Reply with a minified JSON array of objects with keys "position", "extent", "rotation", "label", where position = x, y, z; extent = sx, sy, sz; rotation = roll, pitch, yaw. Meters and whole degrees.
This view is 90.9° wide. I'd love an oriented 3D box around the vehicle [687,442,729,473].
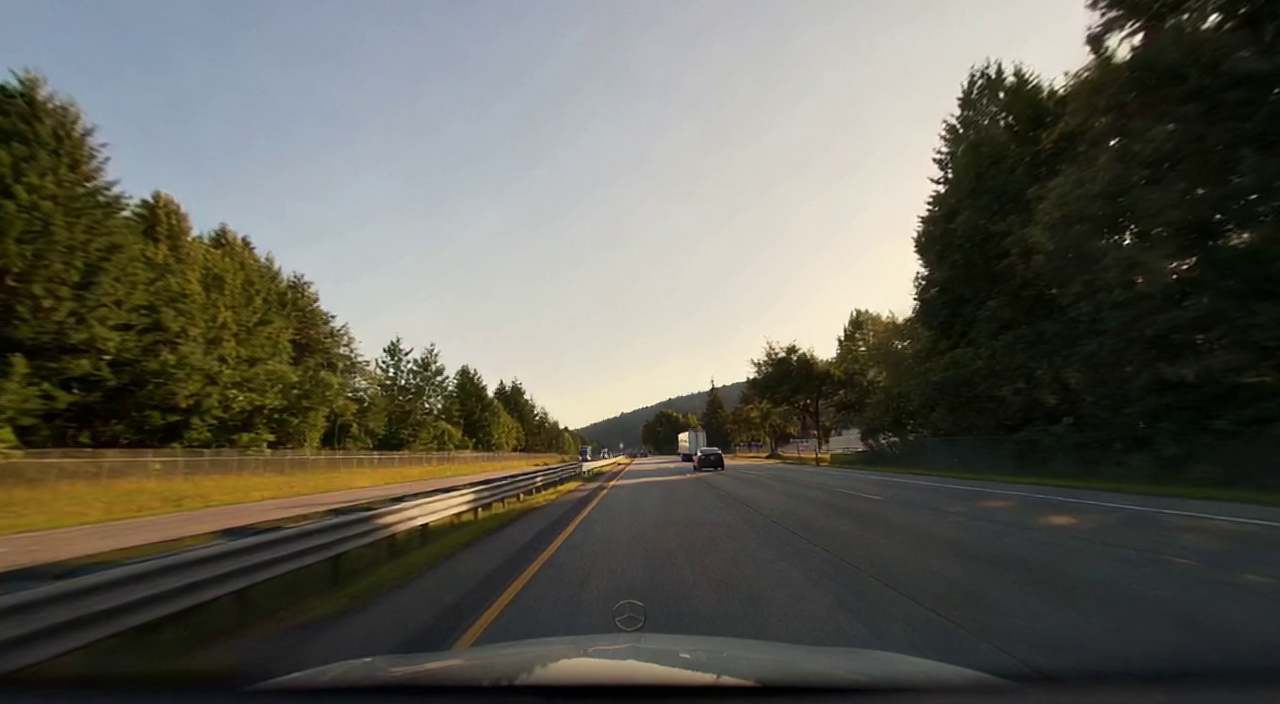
[{"position":[4.113,6.510,38.957],"extent":[2.093,1.742,4.167],"rotation":[0,-9,-1],"label":"vehicle"}]
